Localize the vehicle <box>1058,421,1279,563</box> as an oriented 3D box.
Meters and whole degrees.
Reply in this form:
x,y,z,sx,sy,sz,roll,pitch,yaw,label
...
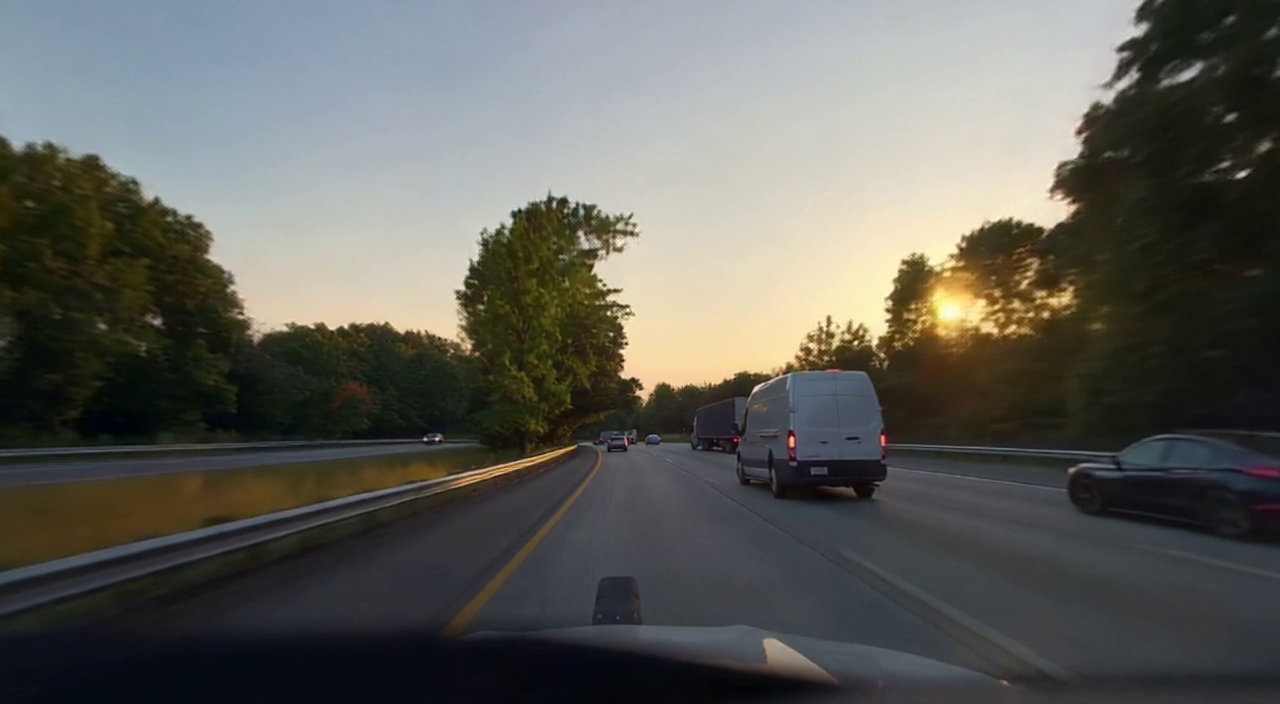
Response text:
x,y,z,sx,sy,sz,roll,pitch,yaw,label
7.541,1.642,7.958,1.821,1.468,3.805,0,-8,-1,vehicle

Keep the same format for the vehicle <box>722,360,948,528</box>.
x,y,z,sx,sy,sz,roll,pitch,yaw,label
3.312,1.739,12.321,2.436,2.521,5.409,0,-8,-2,vehicle
